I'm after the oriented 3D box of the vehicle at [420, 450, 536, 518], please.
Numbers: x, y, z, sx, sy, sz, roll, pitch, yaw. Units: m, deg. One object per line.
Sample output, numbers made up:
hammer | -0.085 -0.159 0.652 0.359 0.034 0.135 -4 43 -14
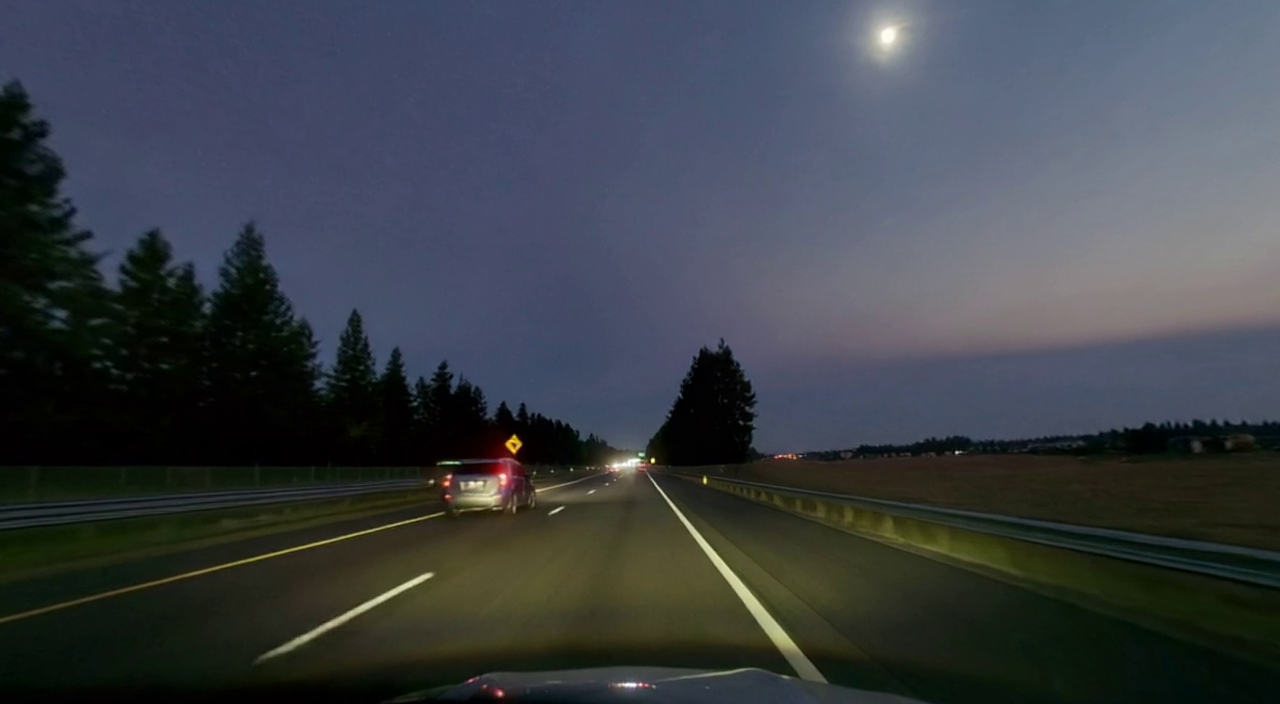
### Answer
vehicle | -4.321 3.632 17.623 2.042 1.629 4.276 1 -10 1
